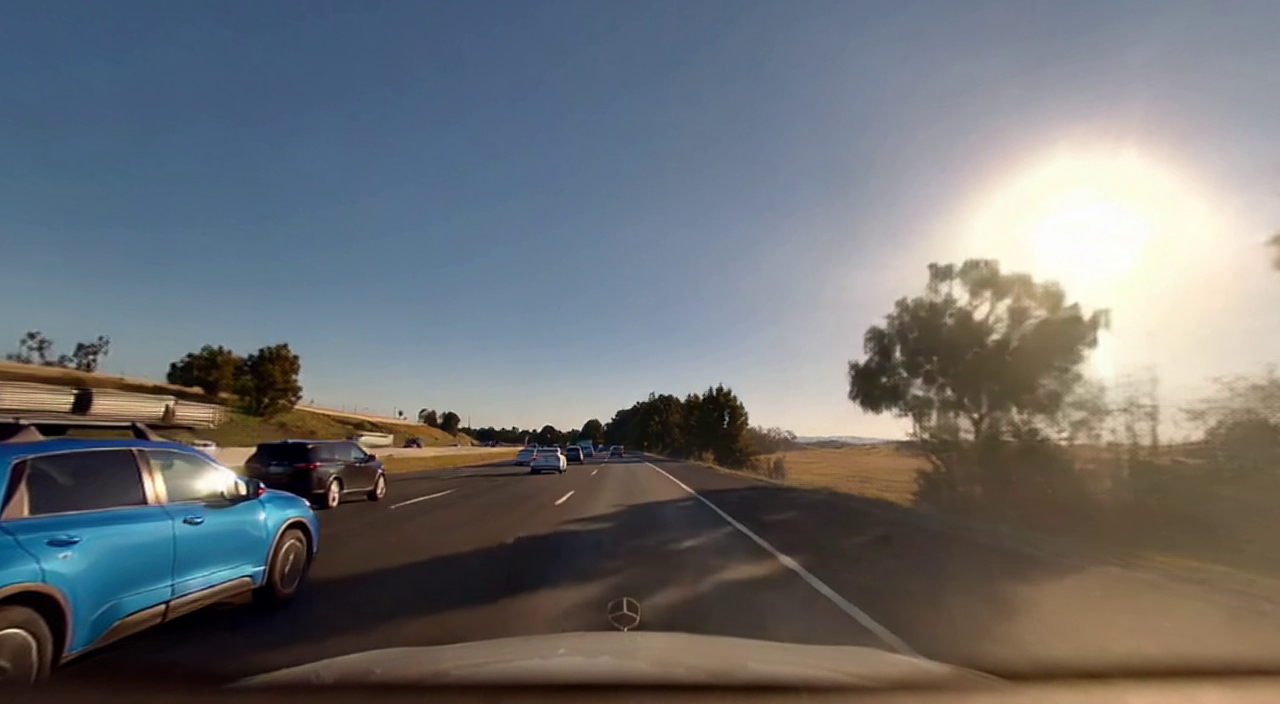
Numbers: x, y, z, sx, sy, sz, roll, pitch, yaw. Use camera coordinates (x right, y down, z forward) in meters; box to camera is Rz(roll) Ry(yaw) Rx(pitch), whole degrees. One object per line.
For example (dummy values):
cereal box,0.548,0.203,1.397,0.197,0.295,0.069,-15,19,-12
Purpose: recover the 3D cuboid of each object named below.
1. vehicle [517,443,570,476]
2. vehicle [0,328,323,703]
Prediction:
vehicle,-4.751,5.370,31.687,2.012,1.509,4.359,0,-9,-1
vehicle,-3.822,0.820,2.725,2.200,1.807,5.041,0,-9,1
